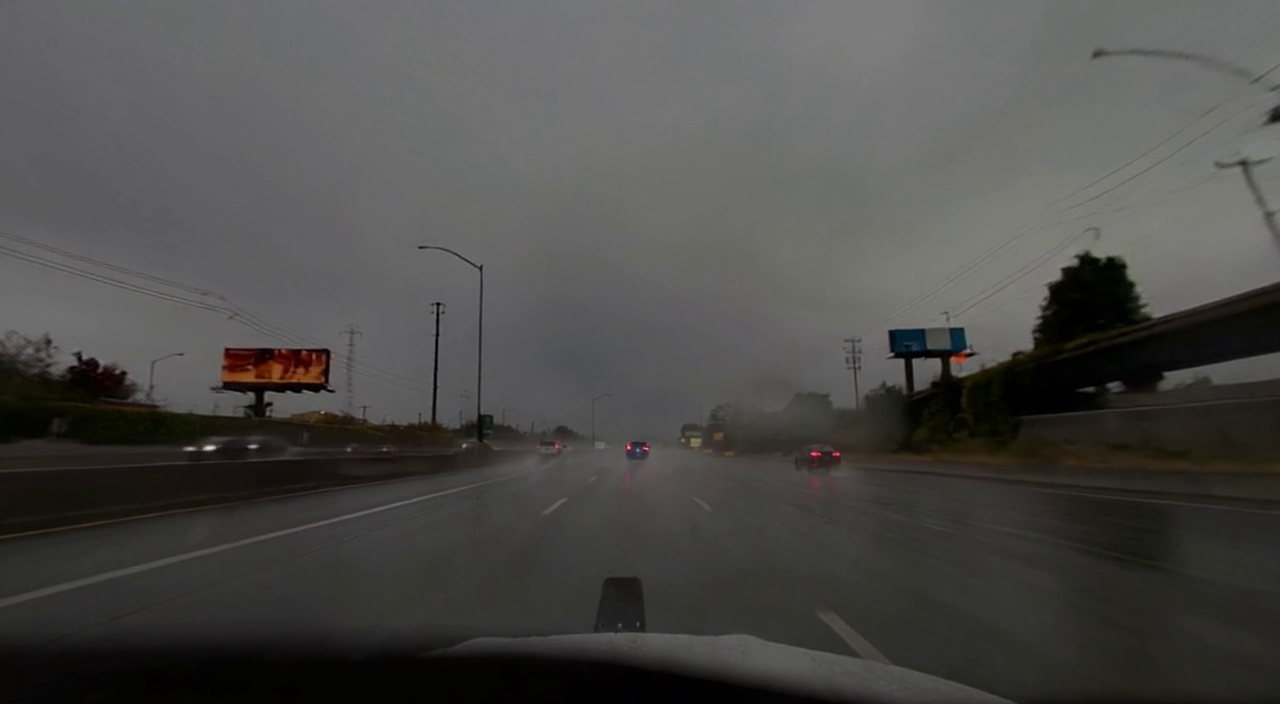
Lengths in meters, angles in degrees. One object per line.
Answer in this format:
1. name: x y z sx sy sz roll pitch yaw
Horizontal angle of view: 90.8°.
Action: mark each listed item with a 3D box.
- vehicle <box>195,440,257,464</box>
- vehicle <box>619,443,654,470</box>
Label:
1. vehicle: -27.966 6.754 42.758 1.701 1.477 3.541 0 -8 1
2. vehicle: -0.249 6.516 39.600 2.074 1.574 3.971 0 -8 -1
